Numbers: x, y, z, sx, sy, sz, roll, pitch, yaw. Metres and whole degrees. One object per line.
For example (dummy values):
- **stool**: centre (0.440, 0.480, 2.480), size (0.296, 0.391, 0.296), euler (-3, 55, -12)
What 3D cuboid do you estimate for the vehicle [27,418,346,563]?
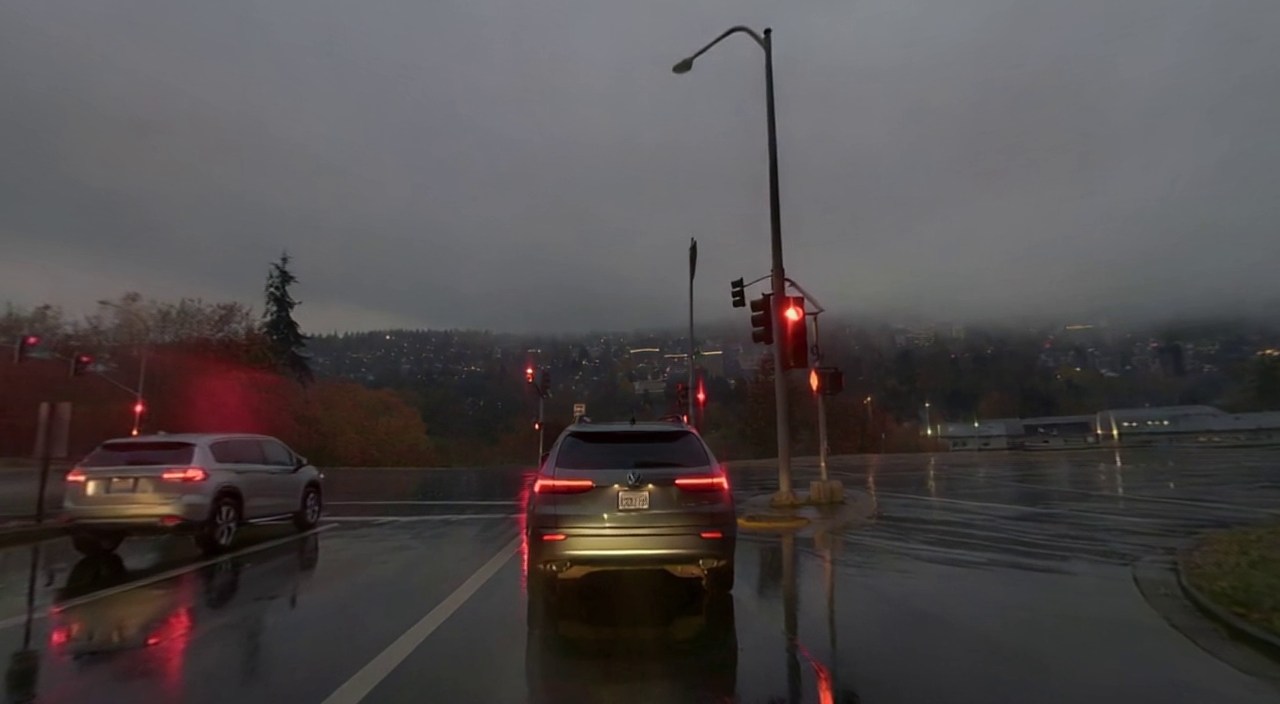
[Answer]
- **vehicle**: centre (-6.405, 1.968, 9.689), size (2.020, 1.695, 4.187), euler (1, -9, -5)

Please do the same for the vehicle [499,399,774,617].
- **vehicle**: centre (-0.179, 1.525, 7.075), size (2.154, 1.670, 4.140), euler (1, -9, -5)
